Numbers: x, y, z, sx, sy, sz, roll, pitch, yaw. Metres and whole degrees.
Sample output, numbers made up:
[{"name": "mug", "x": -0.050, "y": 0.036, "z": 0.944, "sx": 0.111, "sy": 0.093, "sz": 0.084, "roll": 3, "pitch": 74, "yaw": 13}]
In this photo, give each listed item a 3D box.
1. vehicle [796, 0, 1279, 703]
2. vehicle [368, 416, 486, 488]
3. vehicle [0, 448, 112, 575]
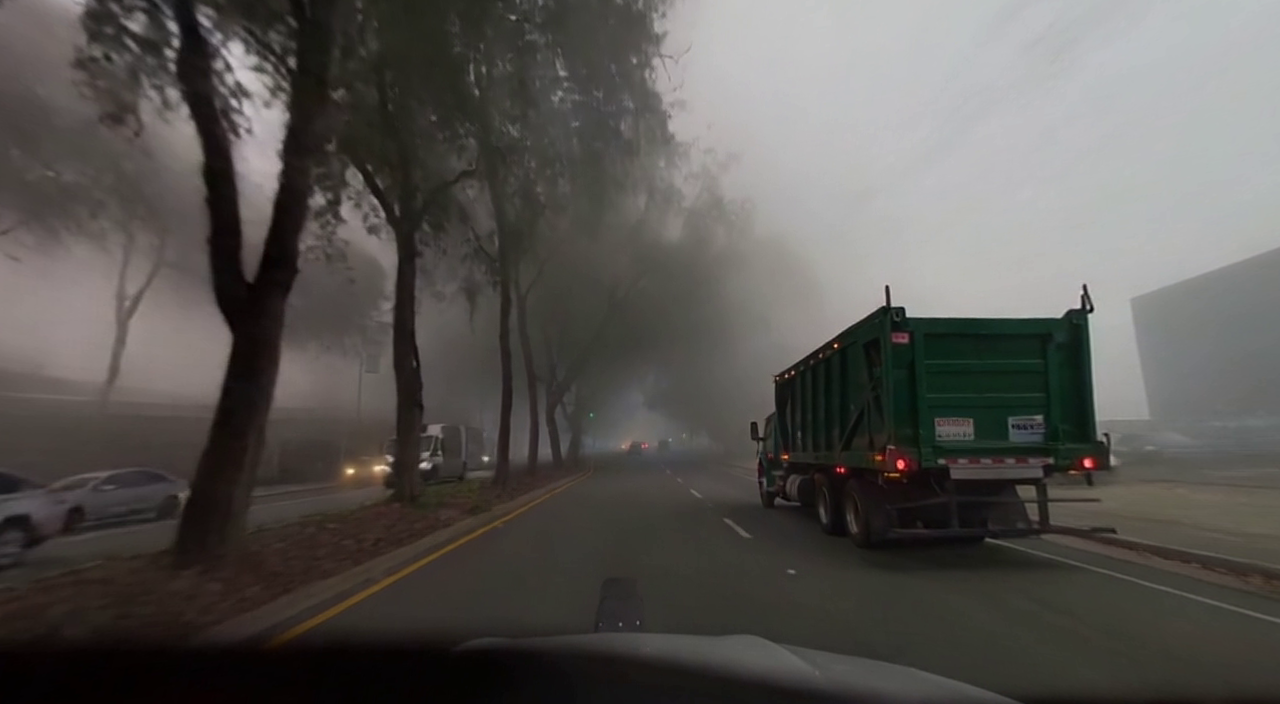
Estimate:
[{"name": "vehicle", "x": 3.945, "y": 0.304, "z": 4.840, "sx": 2.731, "sy": 3.407, "sz": 10.262, "roll": 0, "pitch": -9, "yaw": -1}, {"name": "vehicle", "x": -10.427, "y": 5.060, "z": 32.254, "sx": 3.257, "sy": 3.085, "sz": 9.164, "roll": 0, "pitch": -9, "yaw": -3}, {"name": "vehicle", "x": -9.975, "y": 2.158, "z": 8.315, "sx": 2.089, "sy": 1.754, "sz": 4.573, "roll": 0, "pitch": -9, "yaw": -1}]
